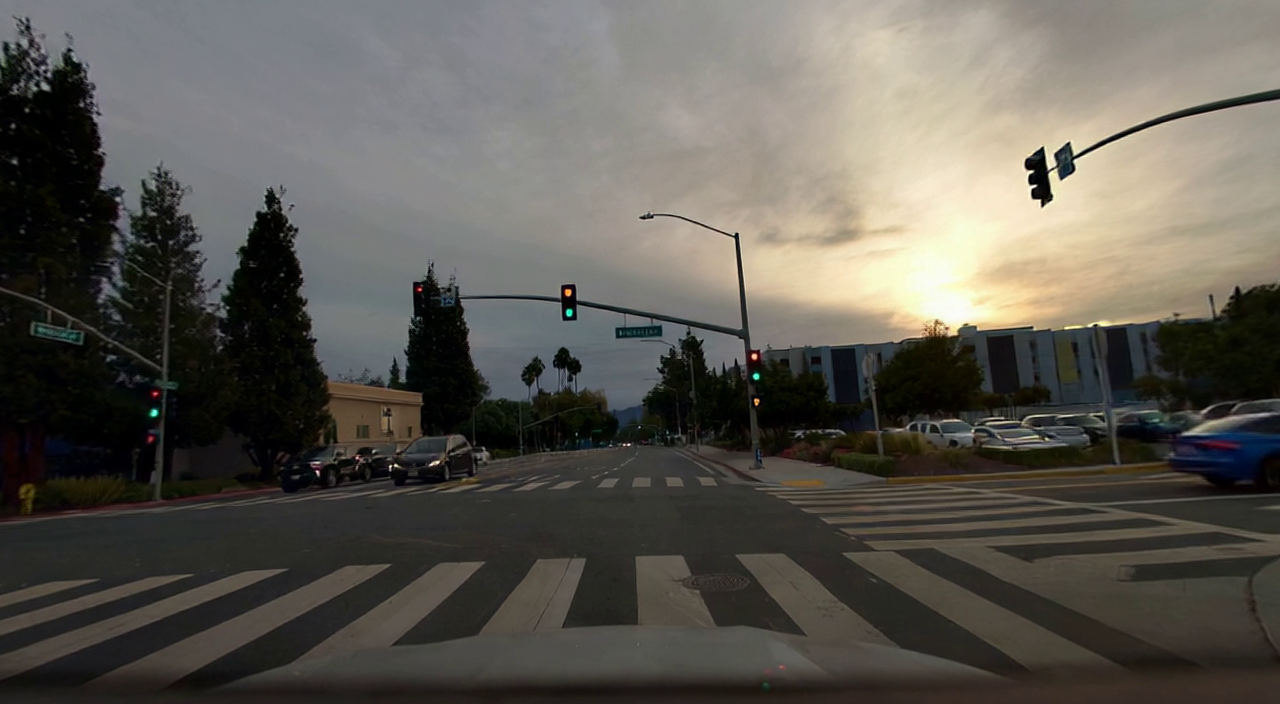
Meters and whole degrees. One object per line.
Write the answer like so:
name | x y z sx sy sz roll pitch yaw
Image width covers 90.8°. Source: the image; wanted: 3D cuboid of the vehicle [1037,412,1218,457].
vehicle | 16.850 2.921 22.154 4.560 1.453 1.851 -3 -9 18

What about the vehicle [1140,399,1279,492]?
vehicle | 11.683 1.568 10.632 4.592 1.470 2.071 -3 -9 21

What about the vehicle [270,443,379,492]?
vehicle | -13.791 5.065 28.064 2.306 1.957 4.968 0 -9 -1

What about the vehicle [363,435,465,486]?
vehicle | -10.140 4.926 28.988 2.664 1.940 5.702 -3 -9 0
